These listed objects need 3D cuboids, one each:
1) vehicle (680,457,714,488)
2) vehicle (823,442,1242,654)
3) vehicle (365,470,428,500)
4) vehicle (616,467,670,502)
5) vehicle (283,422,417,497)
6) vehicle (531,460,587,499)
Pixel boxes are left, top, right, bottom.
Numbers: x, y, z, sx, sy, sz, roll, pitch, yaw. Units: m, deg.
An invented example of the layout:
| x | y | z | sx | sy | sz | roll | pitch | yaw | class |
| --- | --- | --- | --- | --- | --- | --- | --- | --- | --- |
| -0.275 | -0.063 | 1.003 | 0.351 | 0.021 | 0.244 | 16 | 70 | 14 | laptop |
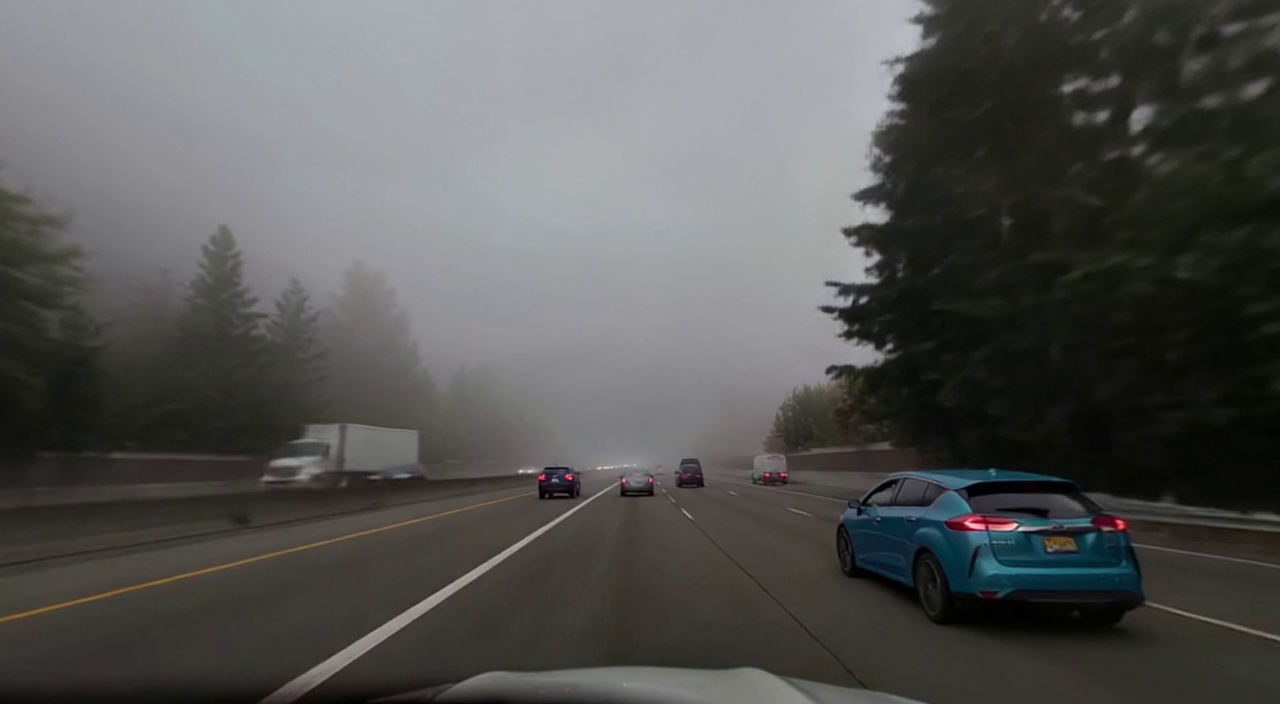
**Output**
| x | y | z | sx | sy | sz | roll | pitch | yaw | class |
| --- | --- | --- | --- | --- | --- | --- | --- | --- | --- |
| 4.138 | 8.832 | 46.338 | 2.030 | 2.172 | 3.621 | 1 | -10 | -1 | vehicle |
| 3.520 | 1.829 | 6.712 | 1.938 | 1.561 | 3.786 | 1 | -10 | -1 | vehicle |
| -12.328 | 6.750 | 32.175 | 1.667 | 1.424 | 3.762 | 1 | -10 | 0 | vehicle |
| 0.142 | 5.877 | 28.259 | 2.241 | 1.425 | 3.973 | 0 | -10 | 0 | vehicle |
| -16.230 | 6.261 | 36.383 | 2.875 | 3.702 | 9.671 | 0 | -10 | 1 | vehicle |
| -3.816 | 6.125 | 30.471 | 2.021 | 1.706 | 4.247 | 0 | -10 | 1 | vehicle |
